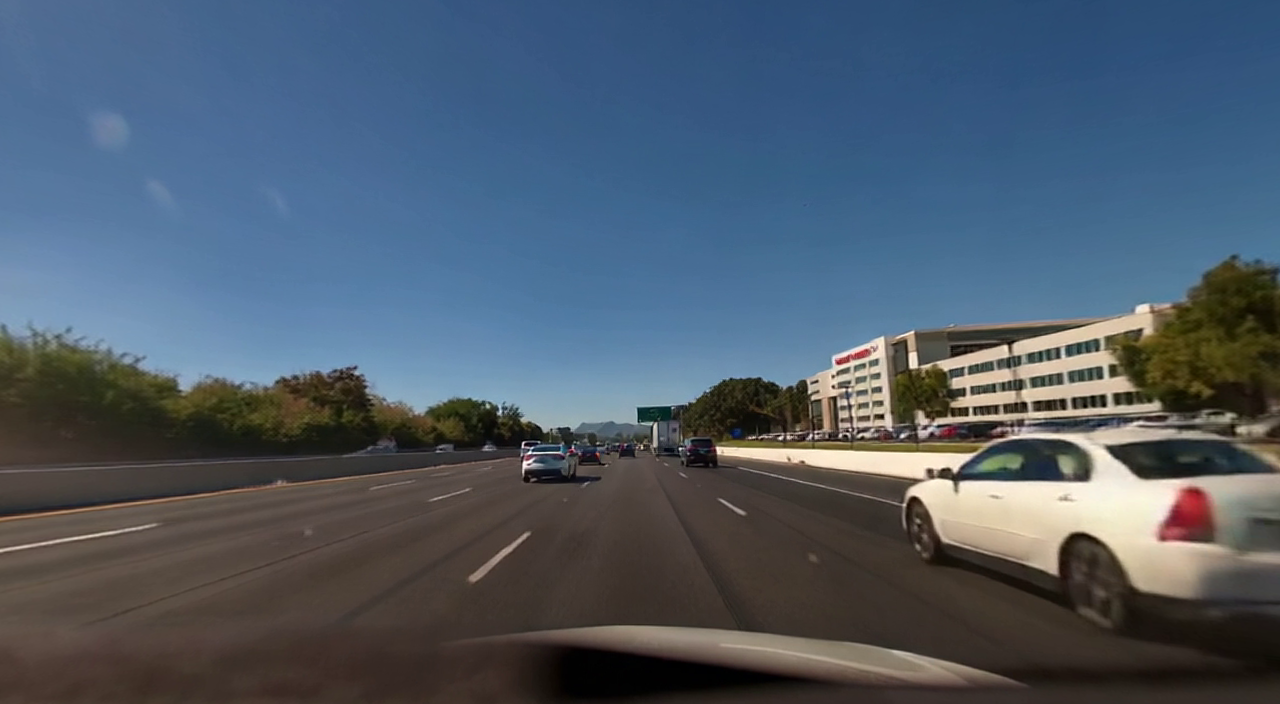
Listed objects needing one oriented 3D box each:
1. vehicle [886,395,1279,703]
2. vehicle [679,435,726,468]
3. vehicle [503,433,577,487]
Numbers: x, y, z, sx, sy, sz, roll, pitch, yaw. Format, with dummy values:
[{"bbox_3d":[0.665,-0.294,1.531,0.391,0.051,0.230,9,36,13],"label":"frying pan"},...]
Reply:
[{"bbox_3d":[3.767,1.229,4.675,1.957,1.510,4.643,0,-8,-1],"label":"vehicle"},{"bbox_3d":[3.617,5.904,37.513,2.198,1.807,4.530,0,-8,-2],"label":"vehicle"},{"bbox_3d":[-3.541,3.915,23.229,1.987,1.765,4.508,0,-8,0],"label":"vehicle"}]
